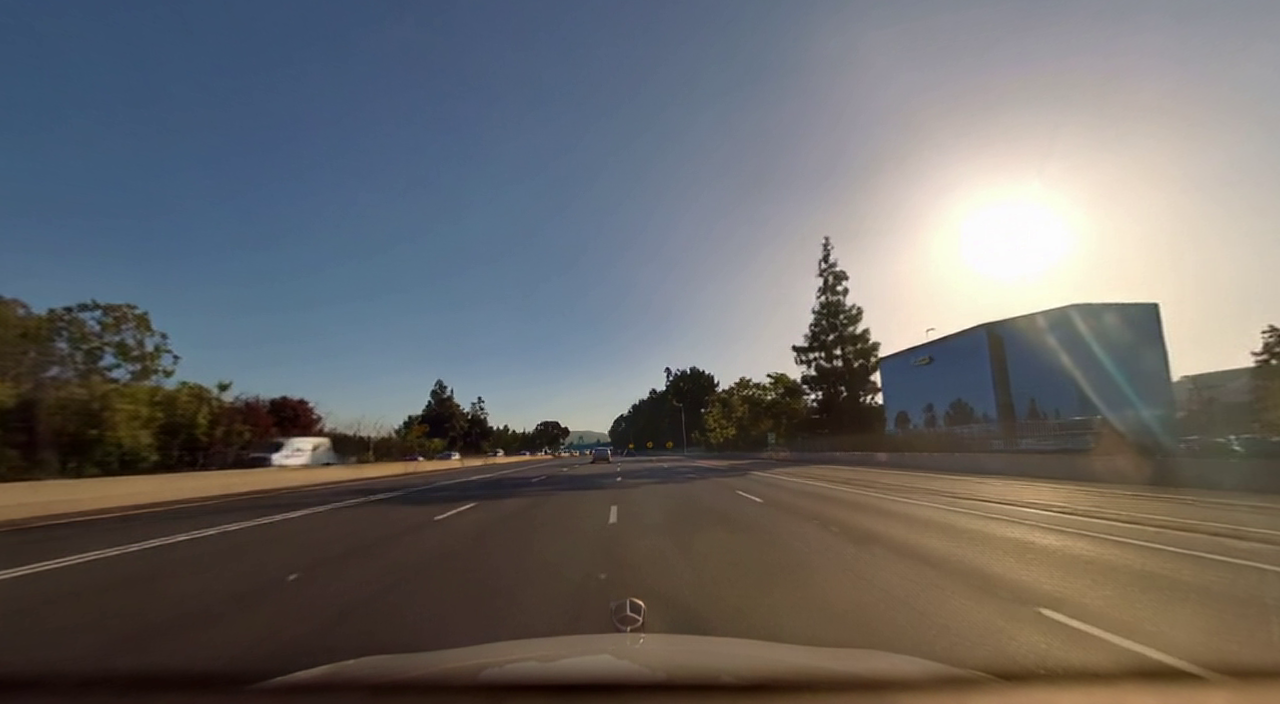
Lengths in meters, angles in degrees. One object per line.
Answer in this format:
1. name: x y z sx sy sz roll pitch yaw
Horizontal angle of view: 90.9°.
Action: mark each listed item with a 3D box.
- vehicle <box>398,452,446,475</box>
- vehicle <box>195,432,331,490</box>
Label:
1. vehicle: -15.737 8.058 45.779 1.946 1.531 4.538 0 -9 -1
2. vehicle: -14.029 4.090 23.913 2.125 1.915 4.942 0 -9 -1
